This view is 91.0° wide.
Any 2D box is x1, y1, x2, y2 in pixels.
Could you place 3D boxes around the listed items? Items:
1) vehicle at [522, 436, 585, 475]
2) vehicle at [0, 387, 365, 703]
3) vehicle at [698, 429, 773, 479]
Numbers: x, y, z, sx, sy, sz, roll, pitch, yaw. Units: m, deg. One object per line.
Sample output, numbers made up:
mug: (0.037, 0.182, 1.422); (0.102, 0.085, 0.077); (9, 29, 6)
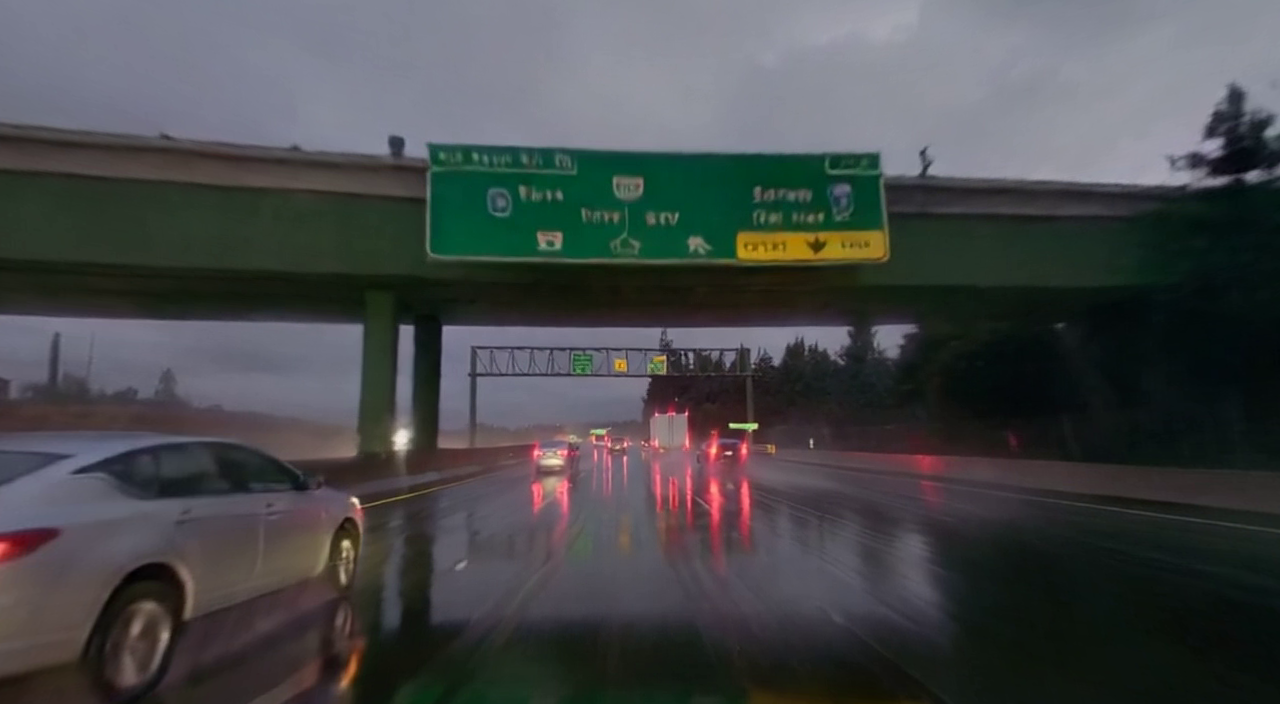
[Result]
vehicle: (-3.588, 4.373, 26.917); (2.064, 1.479, 4.370); (-1, -8, 0)
vehicle: (-3.483, 1.016, 3.230); (2.122, 1.486, 4.532); (-1, -8, 0)
vehicle: (3.390, 3.715, 23.210); (2.001, 1.625, 4.088); (0, -8, -1)
